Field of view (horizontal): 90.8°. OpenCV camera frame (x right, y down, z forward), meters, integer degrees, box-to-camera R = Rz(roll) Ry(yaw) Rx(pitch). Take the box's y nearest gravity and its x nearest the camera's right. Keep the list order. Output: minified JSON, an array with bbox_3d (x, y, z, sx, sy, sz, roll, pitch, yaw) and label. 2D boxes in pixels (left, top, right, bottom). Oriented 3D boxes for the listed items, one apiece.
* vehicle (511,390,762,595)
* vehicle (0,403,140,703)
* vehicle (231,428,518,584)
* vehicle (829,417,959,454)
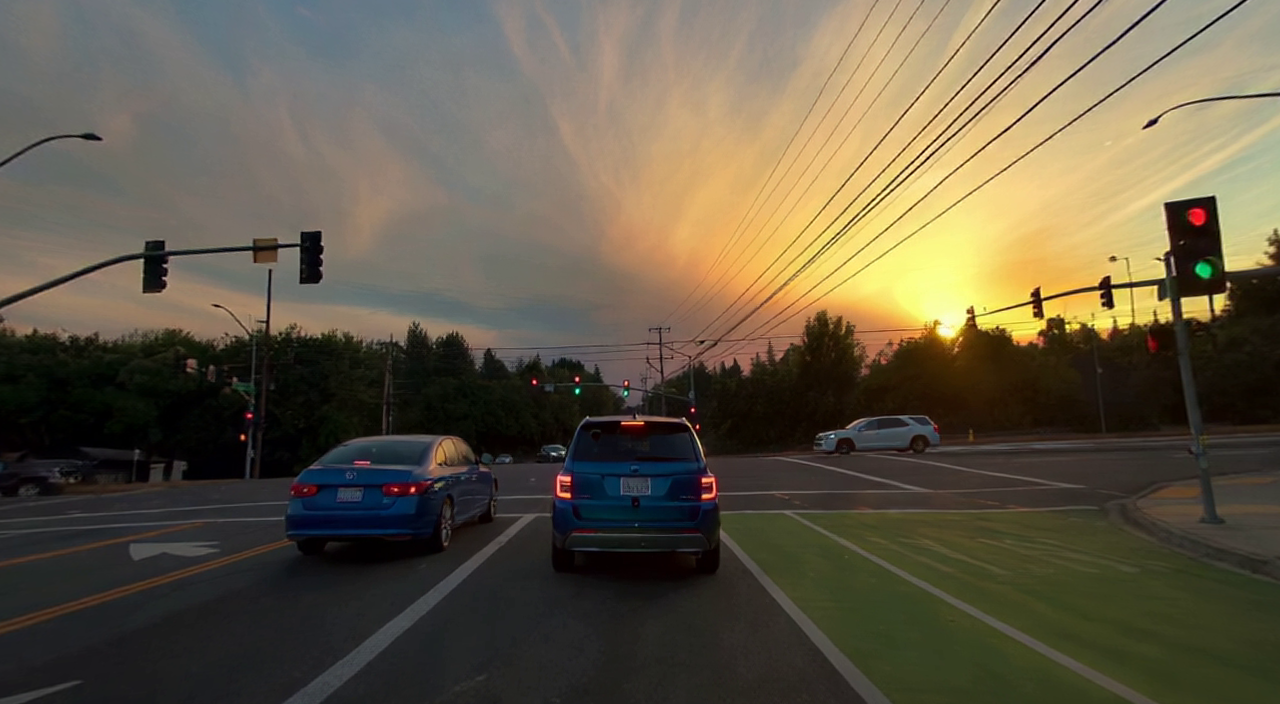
[{"bbox_3d":[-0.058,1.522,7.614,2.182,1.773,4.041,0,-8,-1],"label":"vehicle"},{"bbox_3d":[-3.350,0.663,0.448,1.928,1.488,4.936,0,-8,0],"label":"vehicle"},{"bbox_3d":[-2.932,1.766,8.015,1.969,1.486,3.702,0,-8,1],"label":"vehicle"},{"bbox_3d":[13.846,4.602,34.830,6.143,1.944,2.229,-1,-8,5],"label":"vehicle"}]
